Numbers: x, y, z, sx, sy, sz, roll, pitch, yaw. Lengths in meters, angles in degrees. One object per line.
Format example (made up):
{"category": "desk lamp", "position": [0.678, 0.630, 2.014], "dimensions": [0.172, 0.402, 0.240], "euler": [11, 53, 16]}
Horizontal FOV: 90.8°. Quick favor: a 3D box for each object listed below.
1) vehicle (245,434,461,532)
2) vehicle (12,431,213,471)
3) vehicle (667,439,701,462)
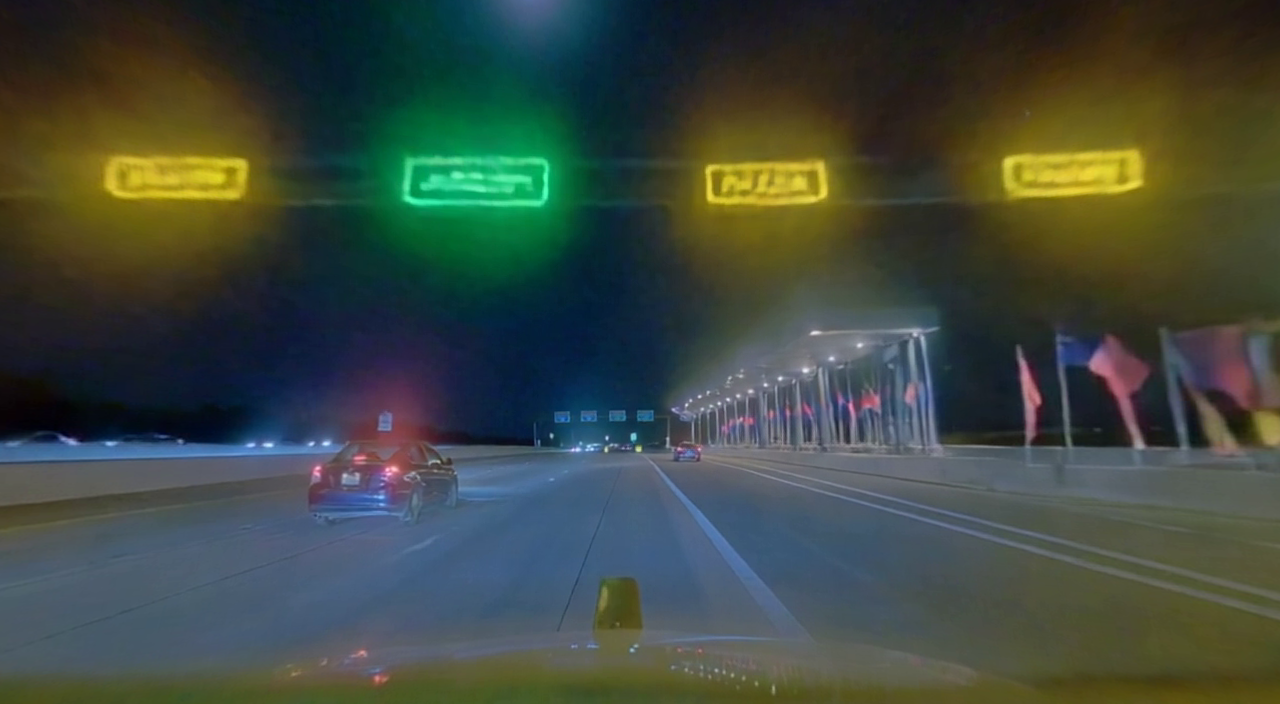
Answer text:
{"category": "vehicle", "position": [-4.973, 2.310, 11.797], "dimensions": [1.981, 1.465, 4.334], "euler": [0, -8, 0]}
{"category": "vehicle", "position": [-20.404, 3.841, 24.711], "dimensions": [2.116, 1.402, 5.632], "euler": [-7, -11, 40]}
{"category": "vehicle", "position": [3.317, 7.572, 48.651], "dimensions": [2.072, 1.639, 4.919], "euler": [0, -8, -2]}
